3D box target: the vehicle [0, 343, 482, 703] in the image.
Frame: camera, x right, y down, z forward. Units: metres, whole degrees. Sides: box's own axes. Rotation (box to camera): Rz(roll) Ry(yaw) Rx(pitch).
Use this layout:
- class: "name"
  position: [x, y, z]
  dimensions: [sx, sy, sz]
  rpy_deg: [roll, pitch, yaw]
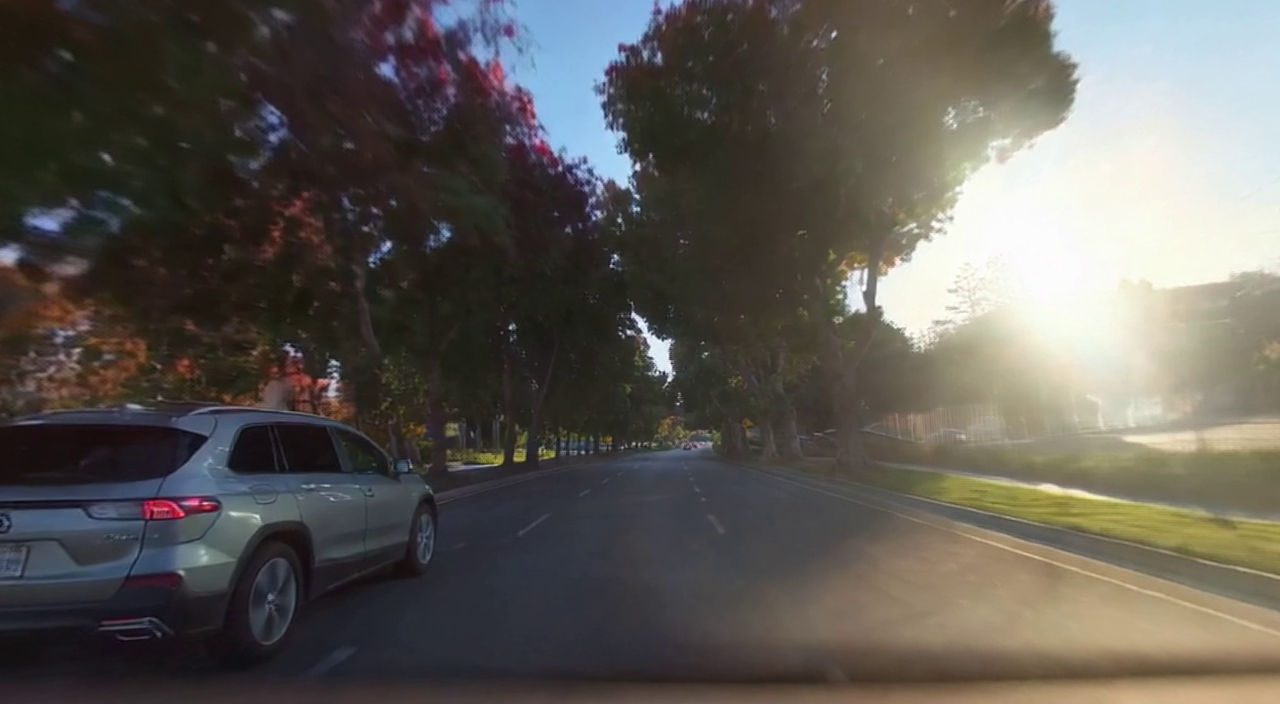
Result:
- class: "vehicle"
  position: [-2.867, 1.142, 4.703]
  dimensions: [2.067, 1.700, 4.561]
  rpy_deg: [0, -9, 2]
